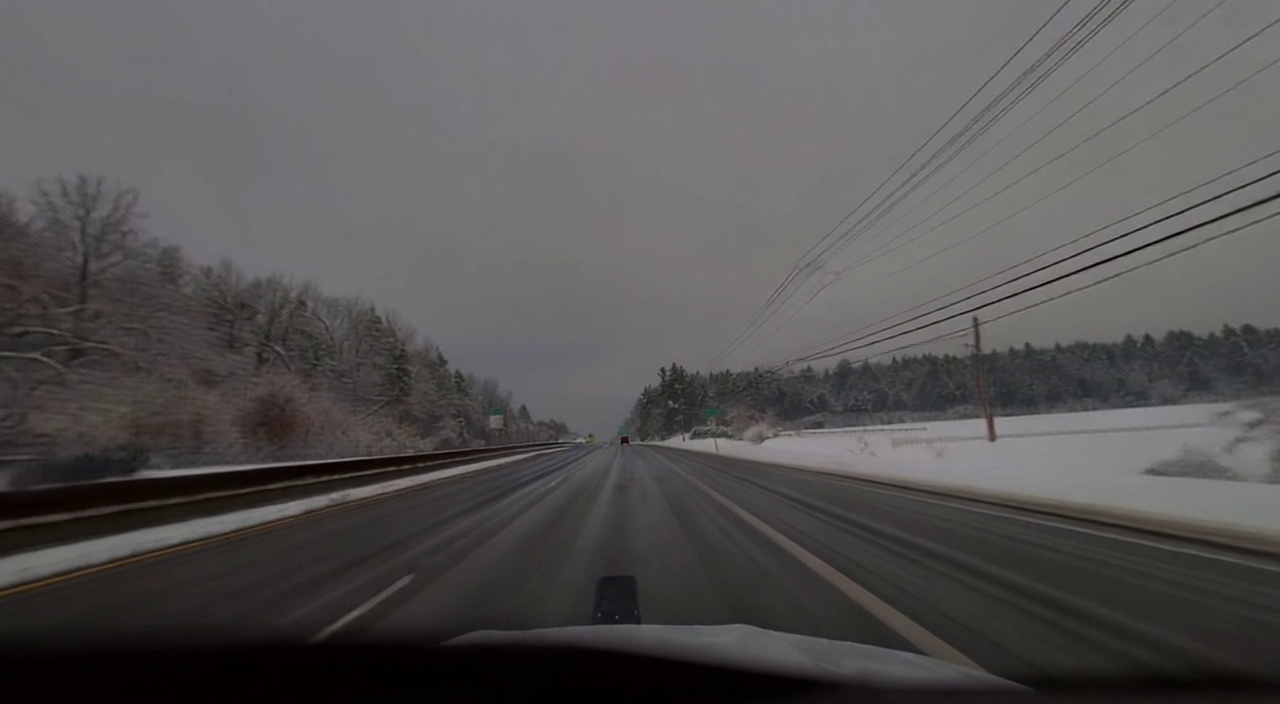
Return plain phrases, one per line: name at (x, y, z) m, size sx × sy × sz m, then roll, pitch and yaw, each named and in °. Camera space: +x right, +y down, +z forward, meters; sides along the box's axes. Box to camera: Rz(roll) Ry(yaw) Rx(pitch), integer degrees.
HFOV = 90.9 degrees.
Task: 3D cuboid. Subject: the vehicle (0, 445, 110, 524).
vehicle at (-12.916, 2.522, 11.973) m, size 1.791 × 1.426 × 4.502 m, roll 0°, pitch -8°, yaw -1°
